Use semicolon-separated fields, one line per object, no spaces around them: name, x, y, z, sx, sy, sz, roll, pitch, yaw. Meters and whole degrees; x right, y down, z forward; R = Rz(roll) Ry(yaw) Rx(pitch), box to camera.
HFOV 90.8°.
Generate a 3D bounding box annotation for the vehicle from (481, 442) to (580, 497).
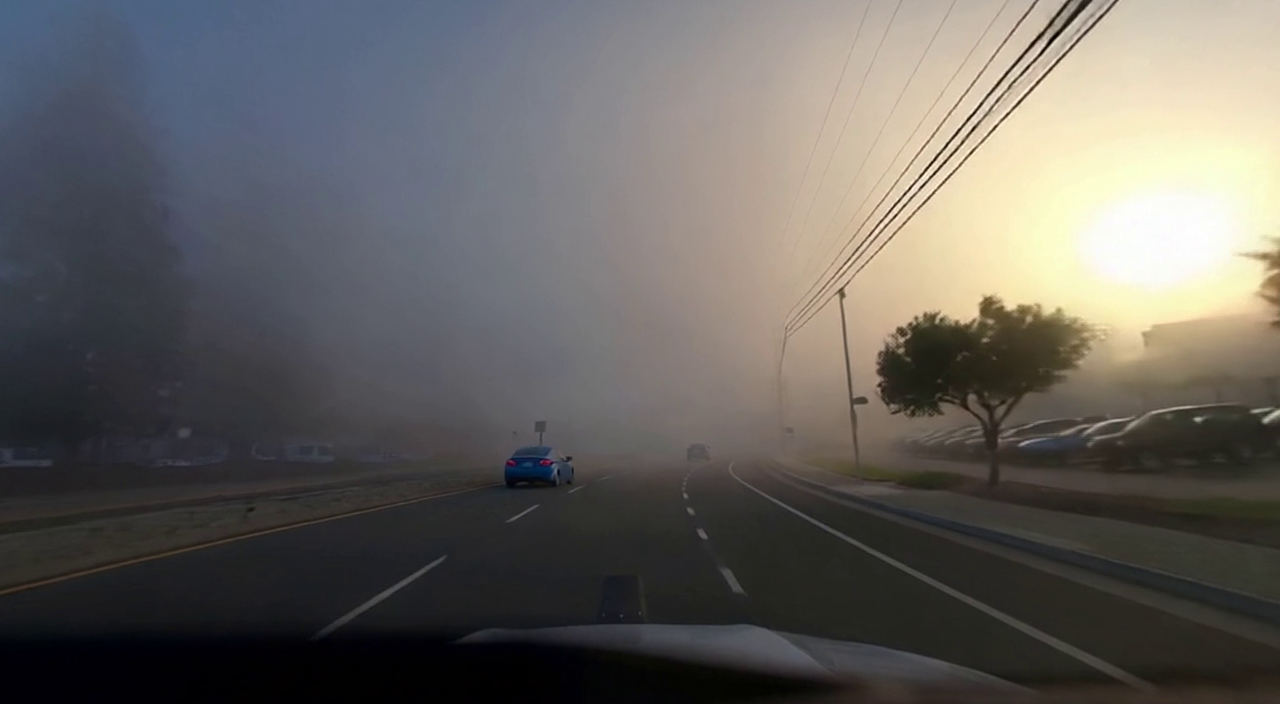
vehicle;-3.245;3.587;19.717;1.928;1.488;4.635;-1;-8;4
